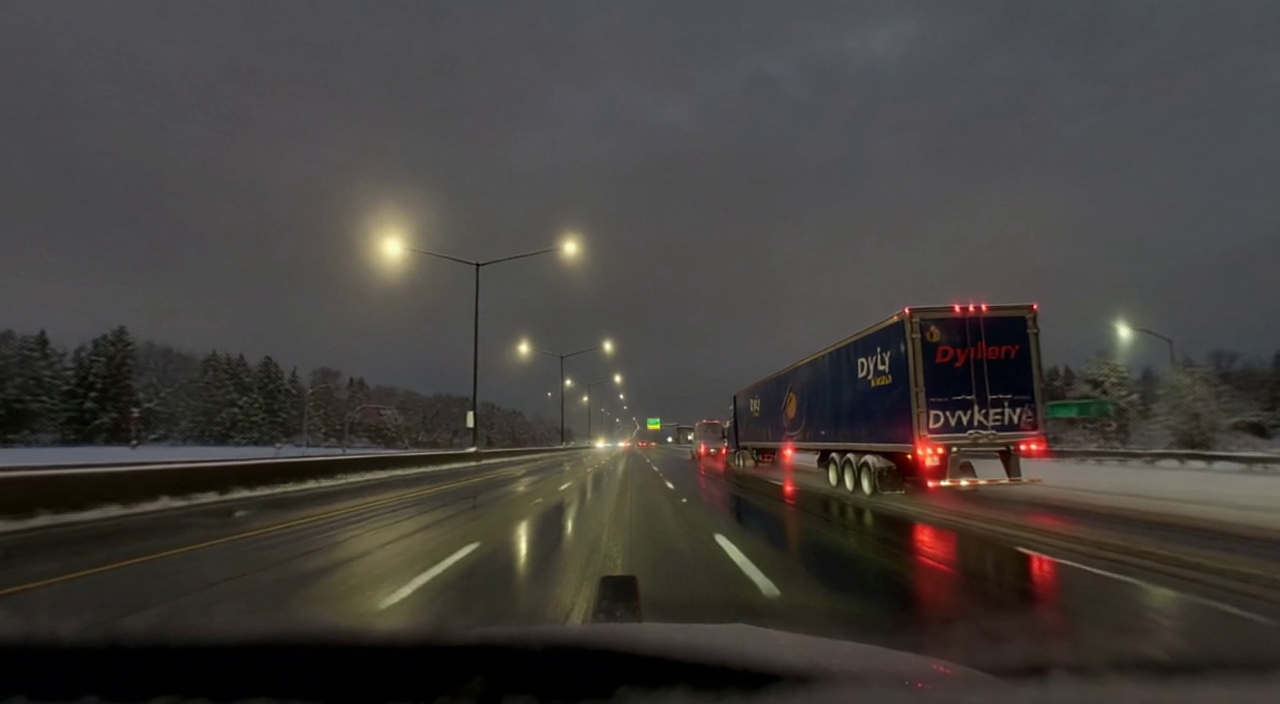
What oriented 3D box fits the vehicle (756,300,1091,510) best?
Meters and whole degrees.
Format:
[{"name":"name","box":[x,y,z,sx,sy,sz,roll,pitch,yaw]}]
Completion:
[{"name":"vehicle","box":[6.741,2.126,19.941,2.962,3.947,16.241,0,-8,-1]}]
